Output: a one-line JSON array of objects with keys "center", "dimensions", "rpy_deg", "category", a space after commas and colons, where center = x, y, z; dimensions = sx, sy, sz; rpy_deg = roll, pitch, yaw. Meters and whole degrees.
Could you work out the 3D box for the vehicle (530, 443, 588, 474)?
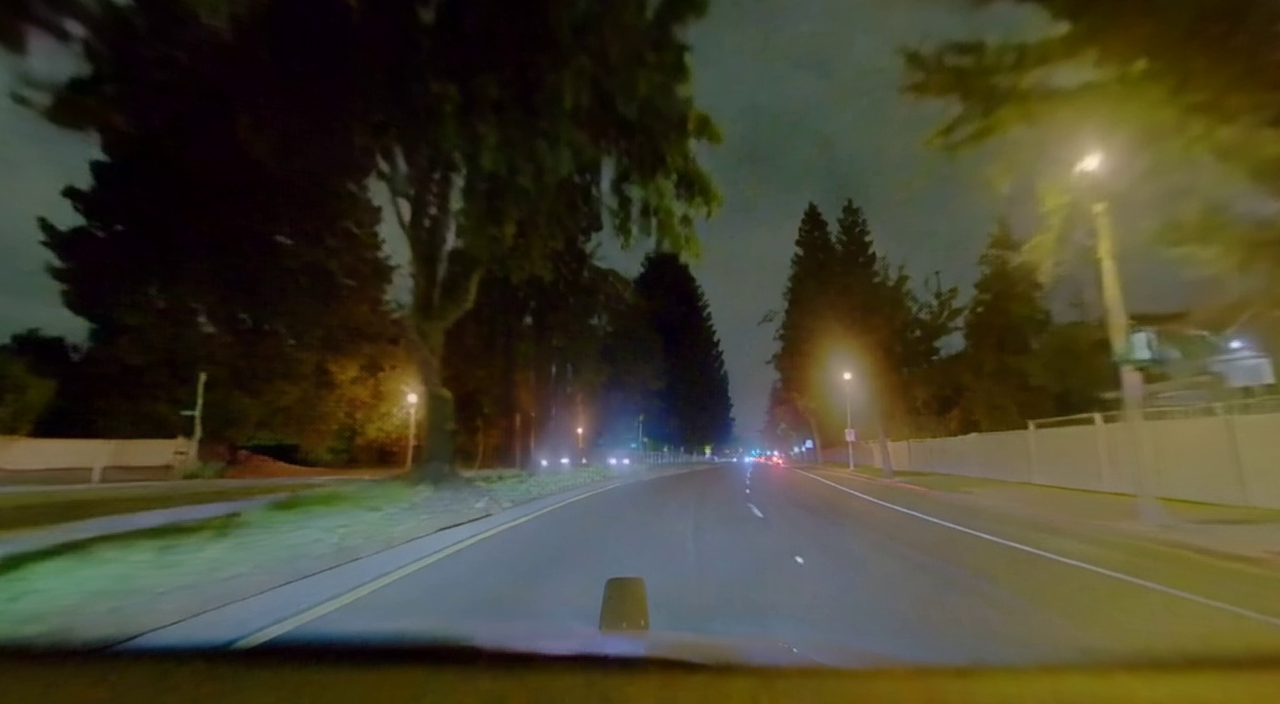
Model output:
[{"center": [-5.123, 6.809, 40.532], "dimensions": [2.276, 1.805, 4.984], "rpy_deg": [-2, -9, 10], "category": "vehicle"}]
